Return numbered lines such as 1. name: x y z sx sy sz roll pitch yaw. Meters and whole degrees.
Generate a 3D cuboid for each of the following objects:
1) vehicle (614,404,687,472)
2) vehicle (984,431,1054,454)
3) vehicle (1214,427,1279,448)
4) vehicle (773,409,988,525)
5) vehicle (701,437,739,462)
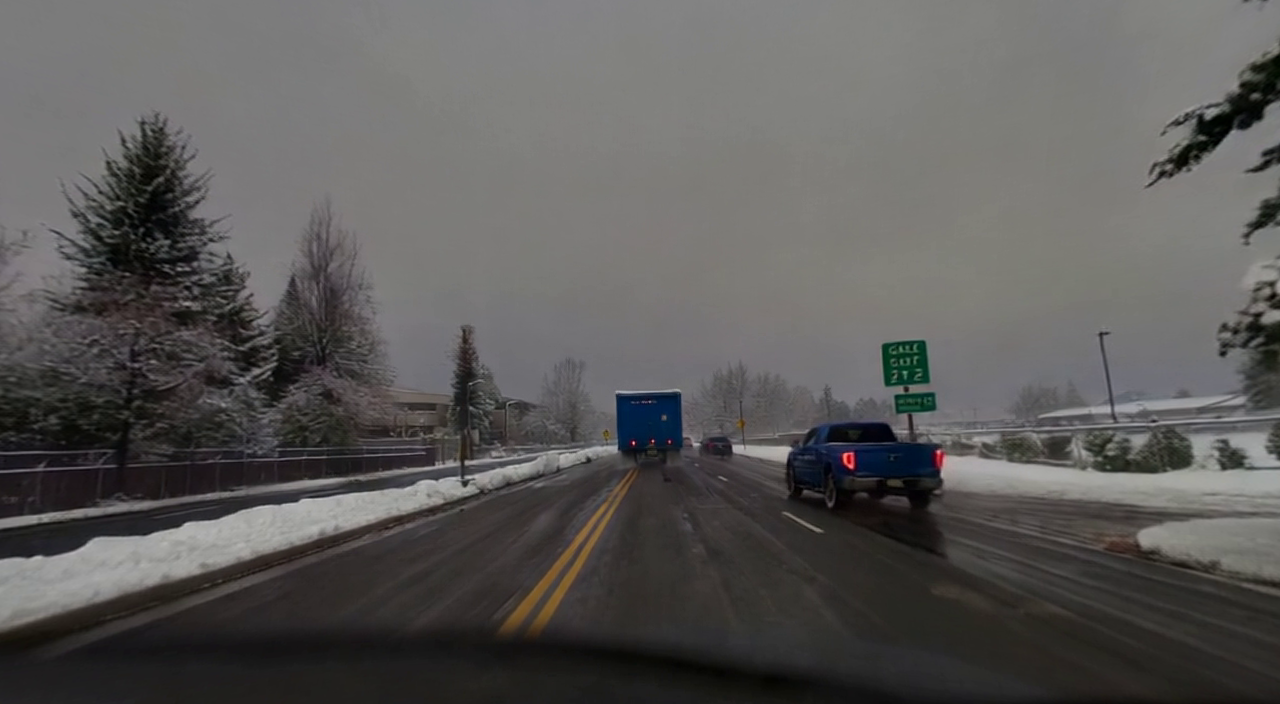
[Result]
1. vehicle: 0.575 4.274 31.231 3.197 2.963 7.055 0 -8 2
2. vehicle: 23.244 5.549 38.754 3.251 1.321 1.555 -1 -8 0
3. vehicle: 44.756 6.298 46.520 1.664 1.434 3.771 -3 -8 11
4. vehicle: 4.438 2.221 12.807 2.375 1.857 5.100 0 -8 1
5. vehicle: 5.548 6.824 44.425 2.076 1.661 4.524 0 -8 0
